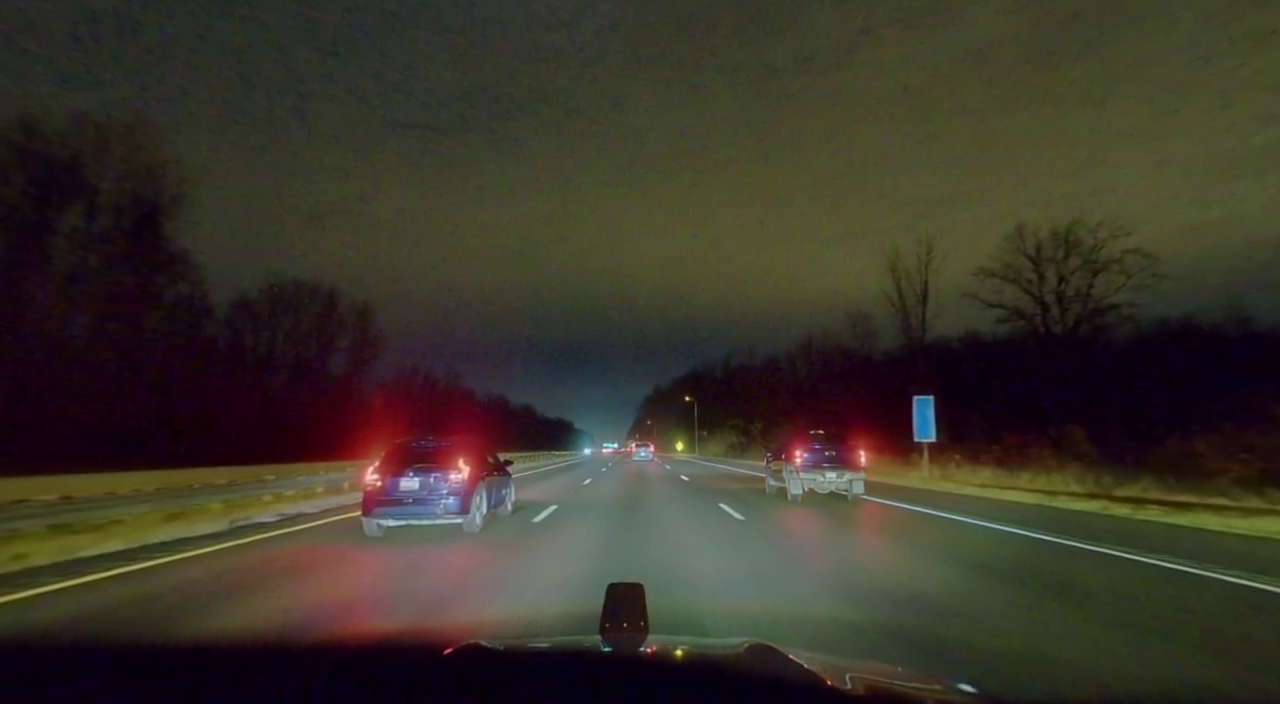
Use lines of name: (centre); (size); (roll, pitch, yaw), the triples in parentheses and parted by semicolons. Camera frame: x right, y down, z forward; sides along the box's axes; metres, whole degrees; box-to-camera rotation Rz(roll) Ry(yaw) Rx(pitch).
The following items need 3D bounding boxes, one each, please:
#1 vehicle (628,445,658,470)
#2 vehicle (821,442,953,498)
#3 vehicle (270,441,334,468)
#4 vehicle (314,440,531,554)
vehicle: (0.172, 6.713, 40.025); (1.859, 1.478, 3.799); (0, -9, 0)
vehicle: (7.816, 3.767, 20.607); (2.081, 1.576, 5.604); (0, -9, 0)
vehicle: (-21.861, 6.635, 40.783); (1.876, 1.581, 4.279); (0, -9, -2)
vehicle: (-3.279, 2.264, 10.607); (2.012, 1.500, 4.452); (0, -9, 1)
